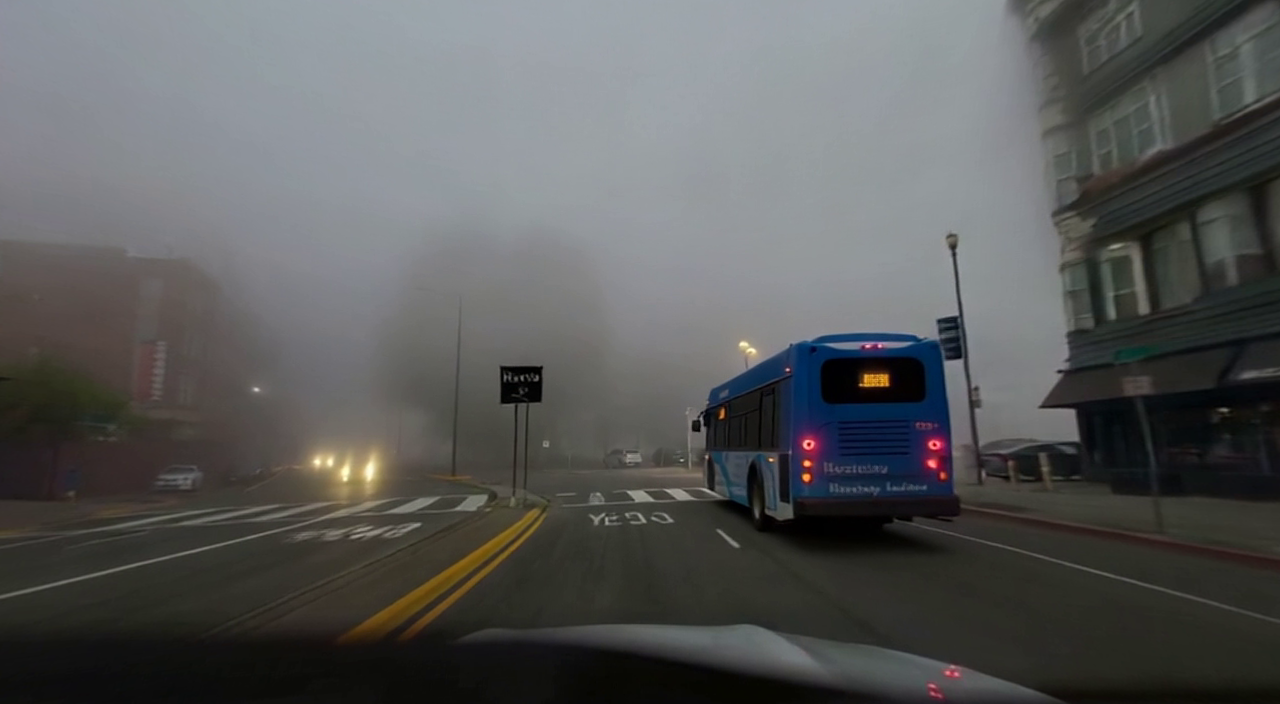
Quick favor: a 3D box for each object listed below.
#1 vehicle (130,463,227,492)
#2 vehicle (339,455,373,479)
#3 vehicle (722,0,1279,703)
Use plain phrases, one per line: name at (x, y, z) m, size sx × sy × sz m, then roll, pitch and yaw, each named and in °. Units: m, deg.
vehicle at (-27.269, 7.389, 37.418) m, size 4.384 × 1.500 × 1.864 m, roll 7°, pitch -11°, yaw -40°
vehicle at (-19.625, 7.905, 43.757) m, size 1.944 × 1.505 × 3.944 m, roll 3°, pitch -9°, yaw -23°
vehicle at (3.144, 0.259, 3.333) m, size 3.194 × 3.345 × 12.428 m, roll 0°, pitch -9°, yaw -3°
